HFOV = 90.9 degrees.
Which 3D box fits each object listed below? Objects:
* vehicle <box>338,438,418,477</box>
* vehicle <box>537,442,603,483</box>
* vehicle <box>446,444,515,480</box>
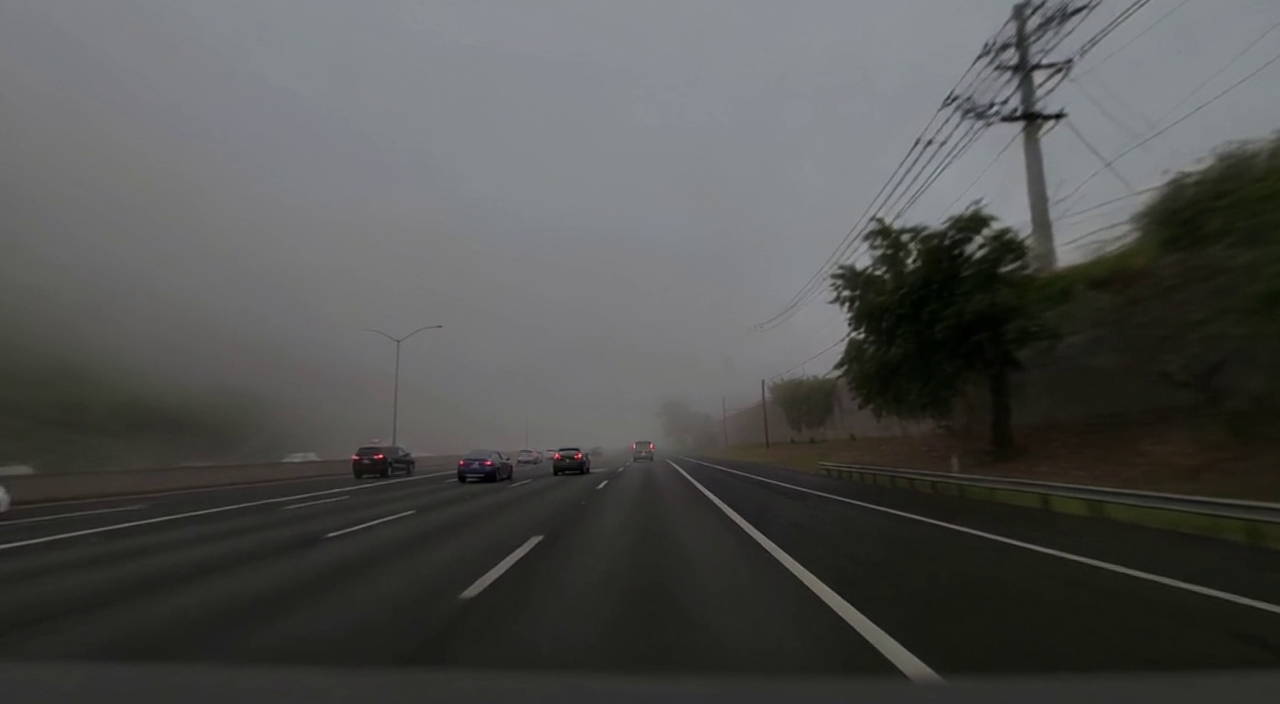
[{"bbox_3d":[-14.209,5.755,34.619,2.172,1.946,5.017,0,-9,1],"label":"vehicle"},{"bbox_3d":[-2.664,4.345,25.113,2.064,1.446,4.409,0,-9,1],"label":"vehicle"},{"bbox_3d":[-7.081,4.909,28.433,1.899,1.472,4.202,0,-9,2],"label":"vehicle"}]
